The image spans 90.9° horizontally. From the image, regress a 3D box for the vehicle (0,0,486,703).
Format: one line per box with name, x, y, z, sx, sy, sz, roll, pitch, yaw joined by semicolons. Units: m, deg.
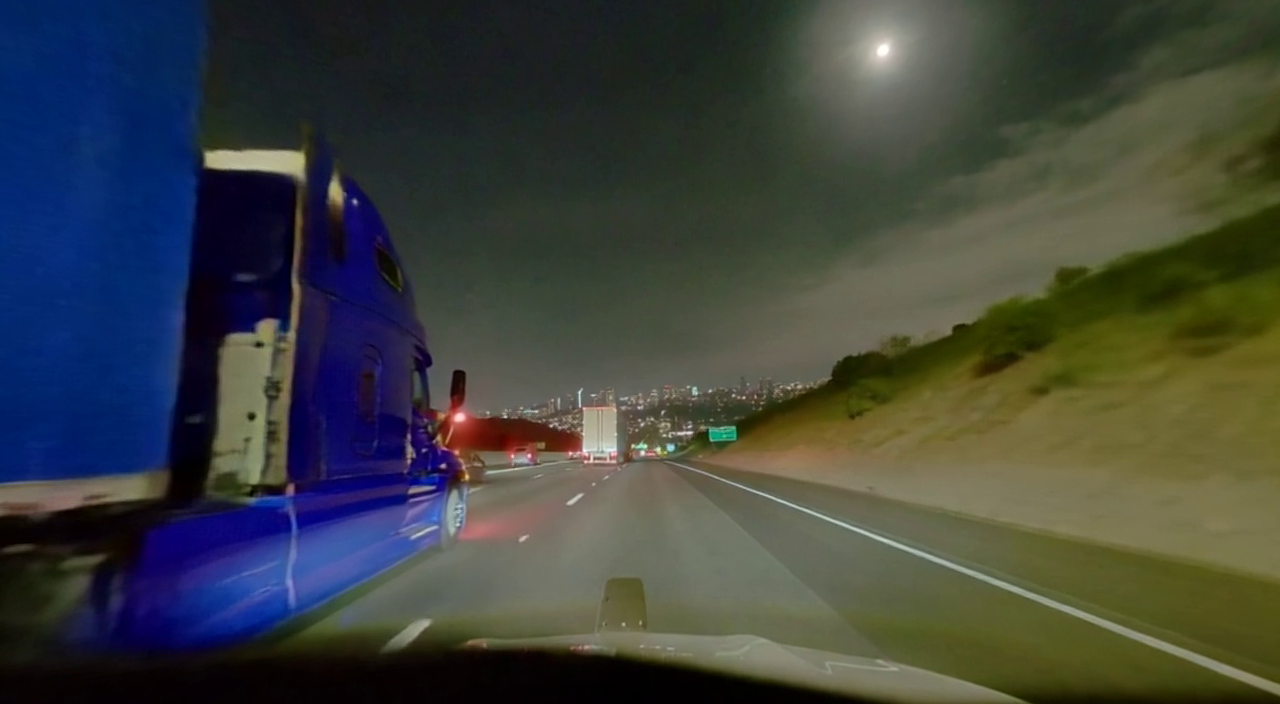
vehicle;-3.247;0.010;3.305;2.958;4.002;7.575;0;-8;0
